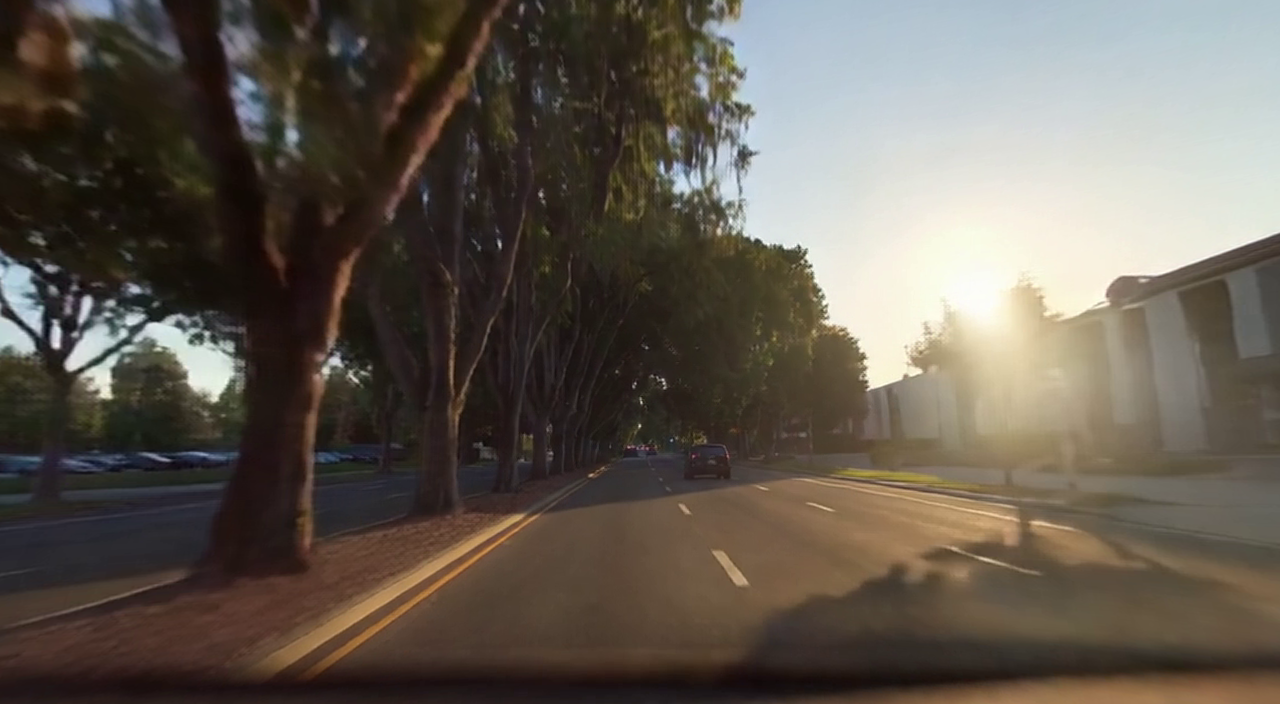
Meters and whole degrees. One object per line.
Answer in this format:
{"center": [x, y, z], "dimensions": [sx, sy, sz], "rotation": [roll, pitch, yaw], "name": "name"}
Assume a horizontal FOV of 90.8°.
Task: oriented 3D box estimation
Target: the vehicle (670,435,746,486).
{"center": [2.485, 4.139, 24.402], "dimensions": [2.240, 1.740, 4.605], "rotation": [0, -9, -2], "name": "vehicle"}
